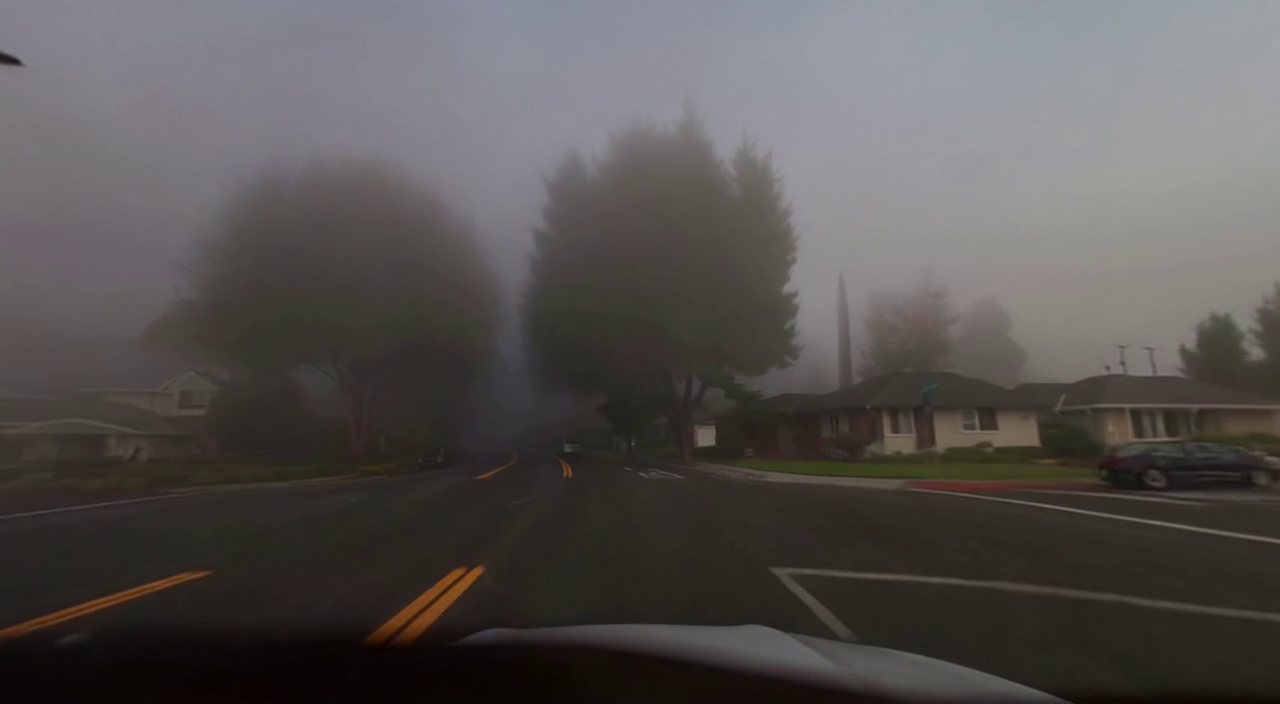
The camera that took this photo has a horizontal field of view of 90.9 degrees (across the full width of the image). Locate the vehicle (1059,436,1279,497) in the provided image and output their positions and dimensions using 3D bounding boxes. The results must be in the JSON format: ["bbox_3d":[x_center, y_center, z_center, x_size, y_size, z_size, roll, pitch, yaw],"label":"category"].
[{"bbox_3d":[13.961,2.930,16.318,4.737,1.447,1.766,-2,-9,11],"label":"vehicle"}]
